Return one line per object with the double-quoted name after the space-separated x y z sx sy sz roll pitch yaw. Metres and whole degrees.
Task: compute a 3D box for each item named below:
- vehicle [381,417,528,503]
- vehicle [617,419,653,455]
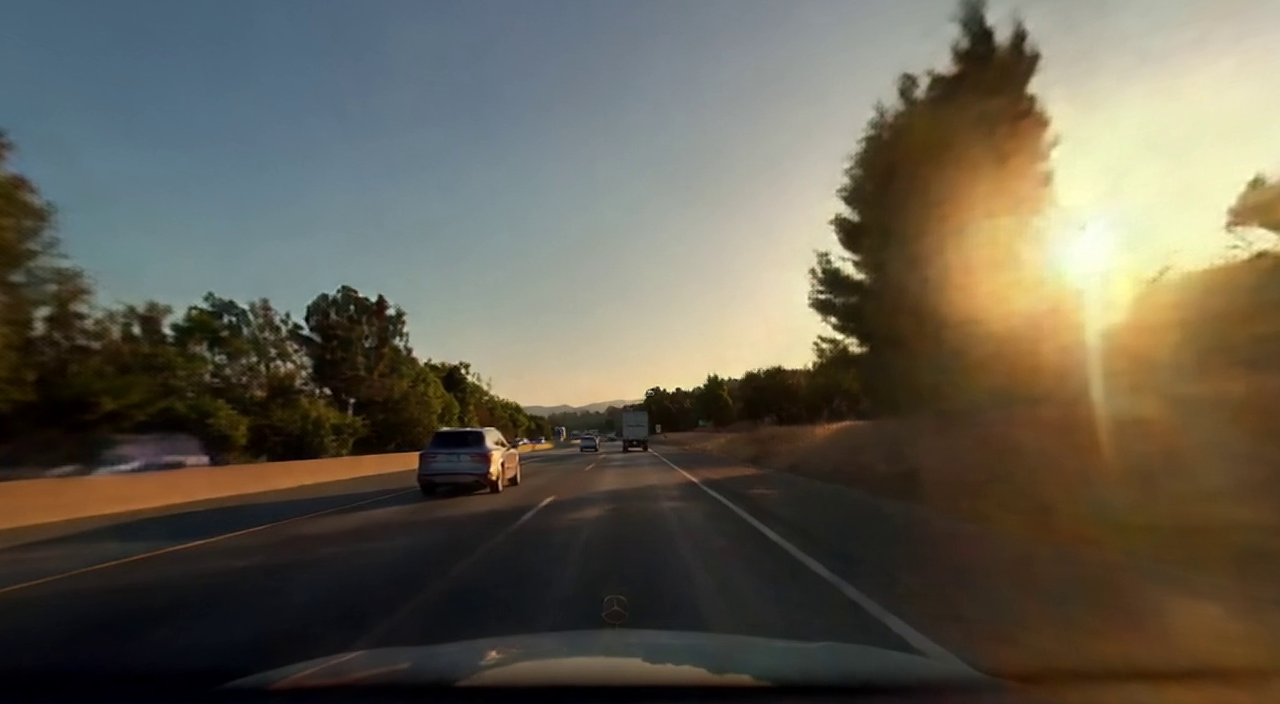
-3.970 2.378 14.362 2.045 1.655 4.301 0 -8 0 "vehicle"
-0.393 6.434 47.562 2.526 2.531 5.026 0 -8 -1 "vehicle"
